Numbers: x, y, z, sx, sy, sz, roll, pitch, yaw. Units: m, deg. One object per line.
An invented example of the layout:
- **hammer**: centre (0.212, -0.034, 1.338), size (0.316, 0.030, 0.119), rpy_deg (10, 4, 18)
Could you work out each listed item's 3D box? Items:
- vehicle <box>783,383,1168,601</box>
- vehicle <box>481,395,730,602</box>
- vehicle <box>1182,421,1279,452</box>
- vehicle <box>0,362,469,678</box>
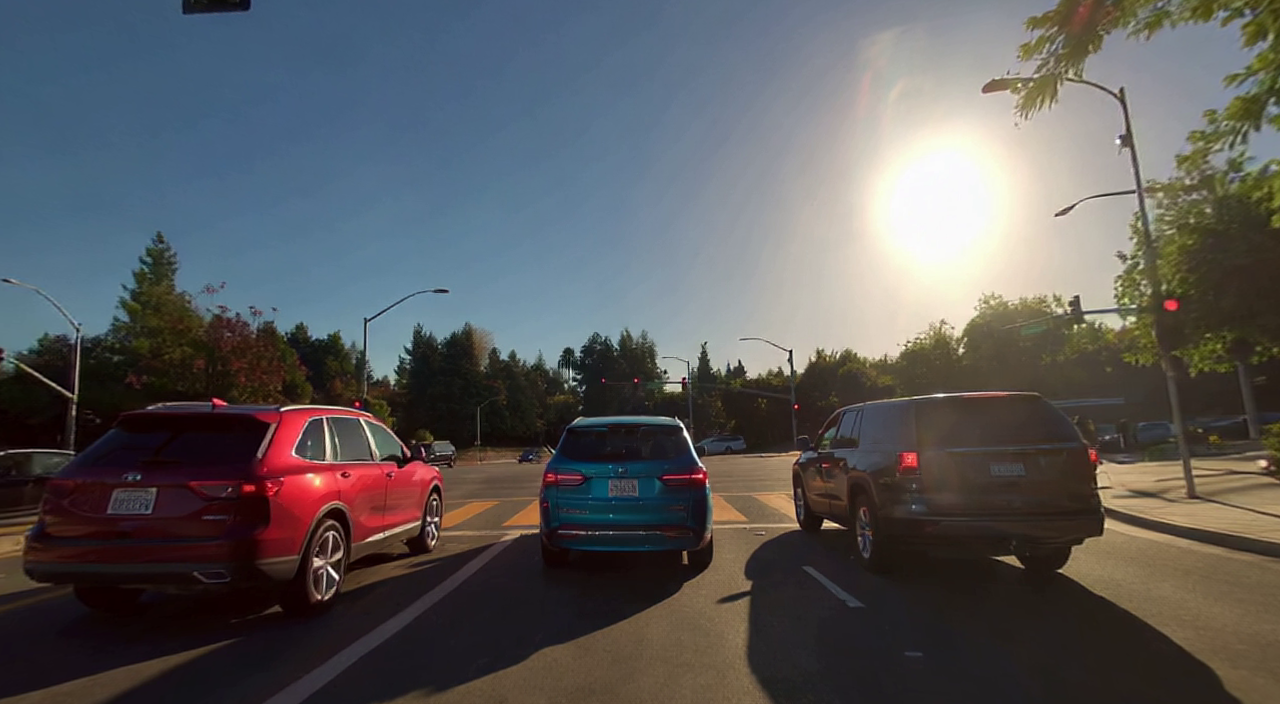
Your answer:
- **vehicle**: centre (3.281, 1.481, 7.516), size (2.083, 1.779, 4.532), rpy_deg (0, -8, 0)
- **vehicle**: centre (-0.235, 1.512, 7.309), size (2.067, 1.702, 3.987), rpy_deg (0, -8, 2)
- **vehicle**: centre (32.808, 4.656, 34.755), size (4.175, 1.634, 1.877), rpy_deg (1, -8, -4)
- **vehicle**: centre (-3.277, 1.279, 5.901), size (2.047, 1.810, 4.414), rpy_deg (0, -8, 1)
